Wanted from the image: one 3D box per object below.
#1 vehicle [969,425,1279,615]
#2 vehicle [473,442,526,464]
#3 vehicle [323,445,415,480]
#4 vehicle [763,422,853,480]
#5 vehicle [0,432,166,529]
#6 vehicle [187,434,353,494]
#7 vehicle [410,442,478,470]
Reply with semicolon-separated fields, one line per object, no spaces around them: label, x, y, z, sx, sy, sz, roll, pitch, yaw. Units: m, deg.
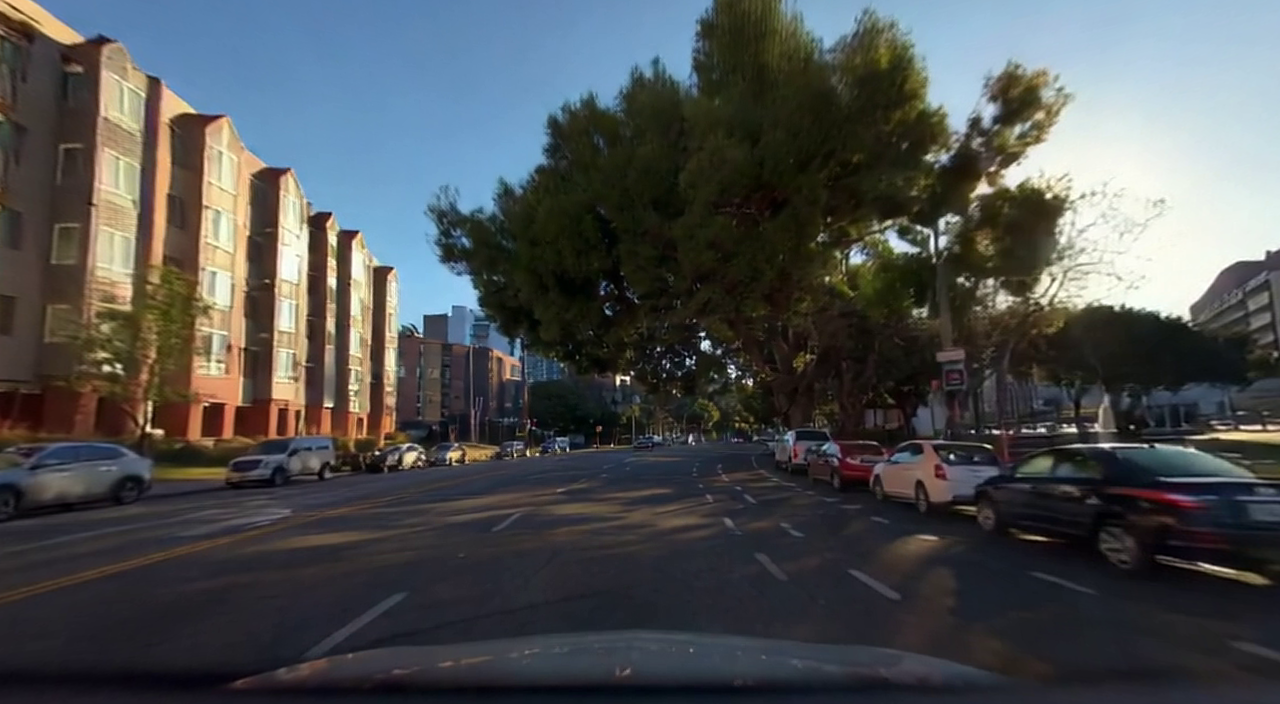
vehicle;5.978;1.664;7.324;1.947;1.487;4.549;0;-8;1
vehicle;-9.927;7.138;44.915;1.876;1.465;4.681;-2;-8;12
vehicle;-12.368;5.034;29.248;1.829;1.449;4.713;-1;-8;5
vehicle;6.222;3.749;24.194;2.382;1.938;5.570;-1;-8;5
vehicle;-13.260;2.736;13.996;2.001;1.836;4.471;0;-8;-1
vehicle;-13.025;3.960;22.879;2.137;1.835;5.833;-1;-8;4
vehicle;-11.316;6.021;36.804;1.873;1.467;4.644;-1;-8;9
